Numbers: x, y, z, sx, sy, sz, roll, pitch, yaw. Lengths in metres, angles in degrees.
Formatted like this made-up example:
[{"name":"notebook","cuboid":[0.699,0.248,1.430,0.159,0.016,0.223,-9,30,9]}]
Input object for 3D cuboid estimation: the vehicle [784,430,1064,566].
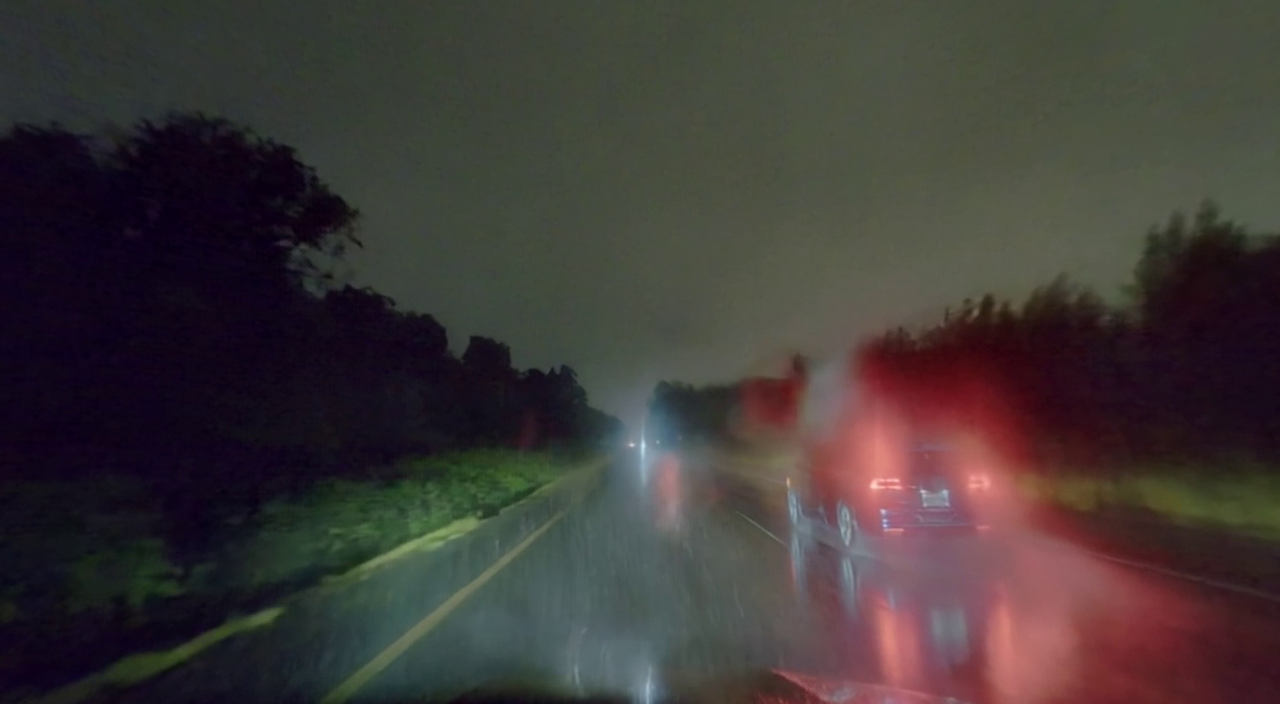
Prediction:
[{"name":"vehicle","cuboid":[3.658,1.950,9.244,2.003,1.466,4.441,0,-8,0]}]
